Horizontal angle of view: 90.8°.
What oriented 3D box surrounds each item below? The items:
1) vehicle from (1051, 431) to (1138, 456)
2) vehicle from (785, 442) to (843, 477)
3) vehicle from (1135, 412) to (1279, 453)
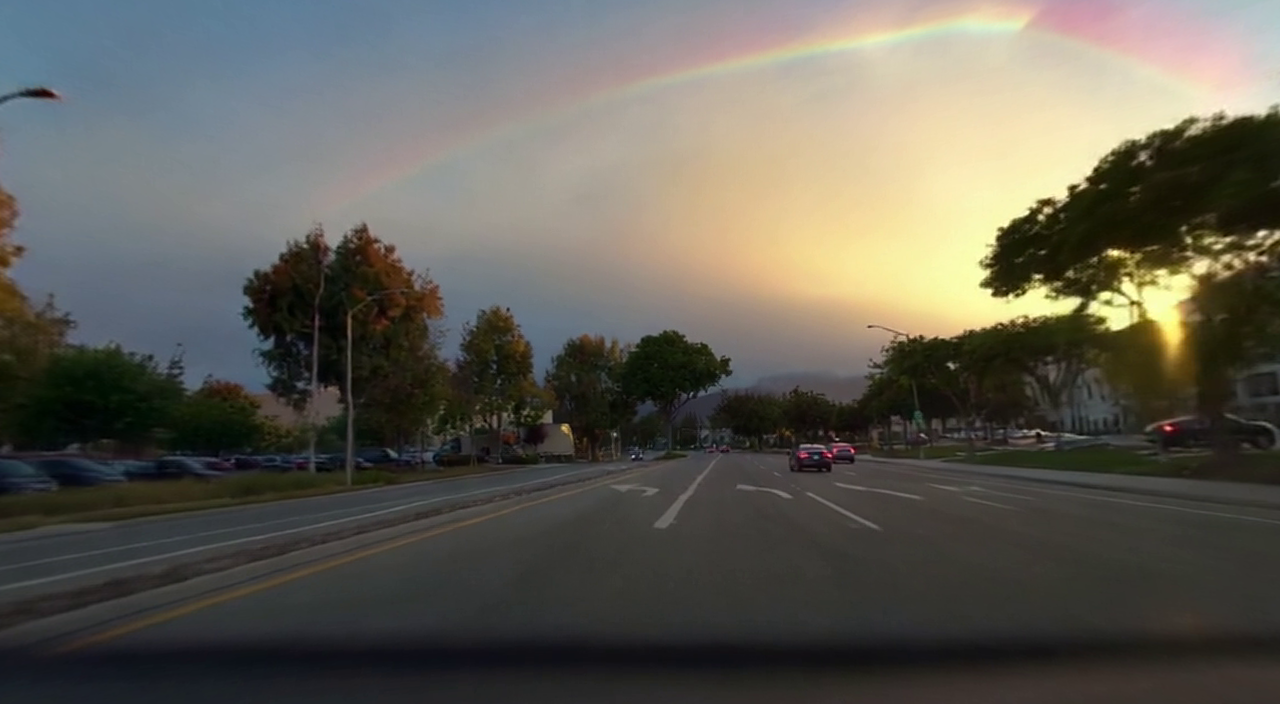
[{"bbox_3d":[27.531,5.557,38.349,3.881,1.410,1.702,-1,-9,5],"label":"vehicle"},{"bbox_3d":[8.667,5.382,31.916,2.181,1.639,4.127,-1,-9,7],"label":"vehicle"},{"bbox_3d":[25.835,3.695,28.779,4.440,1.725,2.255,-2,-9,8],"label":"vehicle"}]
